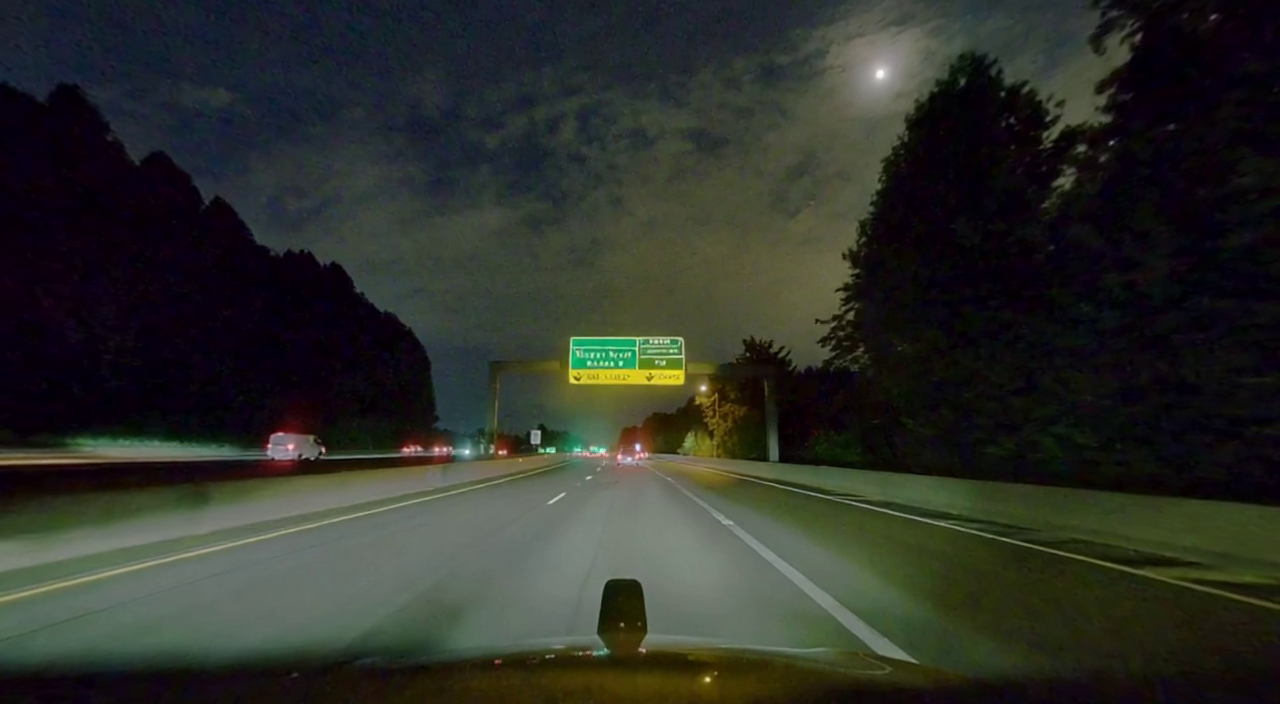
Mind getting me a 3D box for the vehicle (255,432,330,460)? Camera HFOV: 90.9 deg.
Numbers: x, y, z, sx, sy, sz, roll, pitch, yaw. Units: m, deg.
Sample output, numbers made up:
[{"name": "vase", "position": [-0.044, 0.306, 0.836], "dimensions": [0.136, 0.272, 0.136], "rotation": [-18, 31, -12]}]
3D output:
[{"name": "vehicle", "position": [-19.432, 5.286, 35.478], "dimensions": [1.901, 1.465, 4.173], "rotation": [0, -9, -1]}]
